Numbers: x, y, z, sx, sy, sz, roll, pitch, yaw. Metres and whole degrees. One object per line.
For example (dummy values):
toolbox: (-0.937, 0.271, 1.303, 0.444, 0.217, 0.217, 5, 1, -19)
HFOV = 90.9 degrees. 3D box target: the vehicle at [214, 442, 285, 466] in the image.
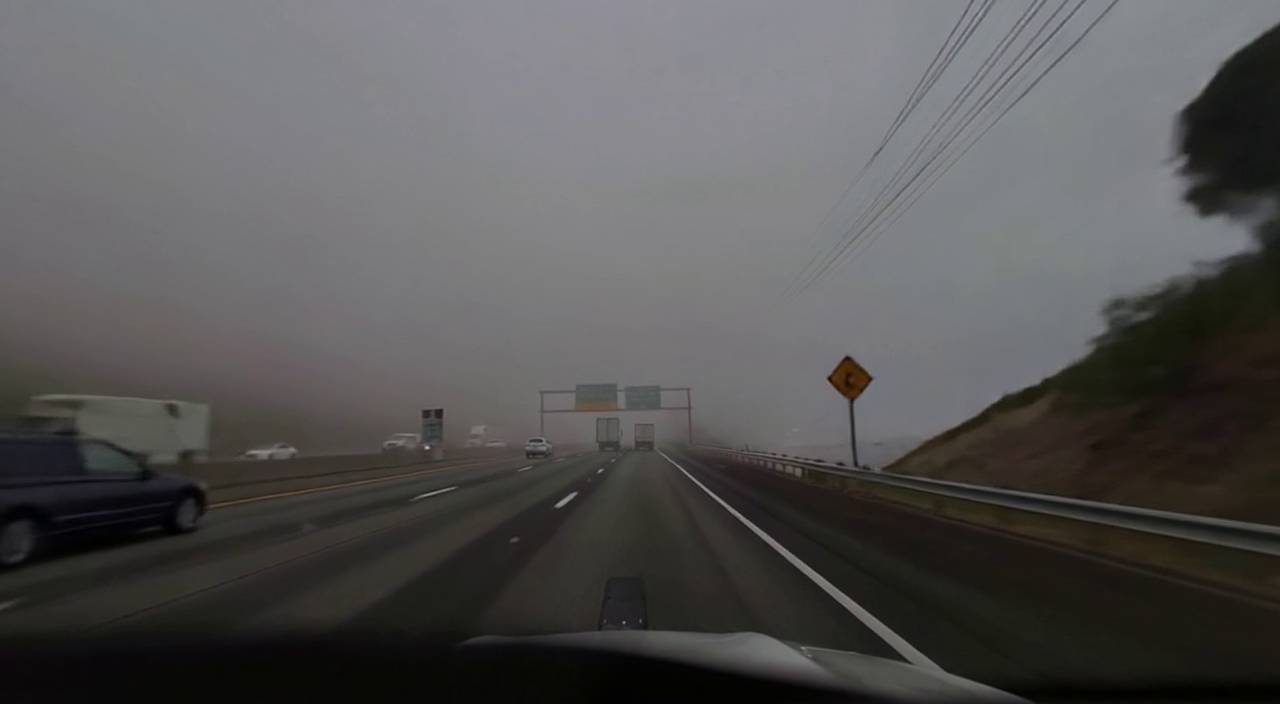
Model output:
vehicle: (-25.817, 6.745, 41.889, 1.863, 1.488, 4.434, 0, -8, 0)

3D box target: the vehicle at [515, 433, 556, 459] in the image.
vehicle: (-7.601, 6.885, 46.298, 2.192, 1.762, 4.559, 0, -8, 1)

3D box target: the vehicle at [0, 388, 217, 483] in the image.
vehicle: (-21.252, 3.434, 25.703, 2.768, 3.286, 7.386, 0, -8, 1)
